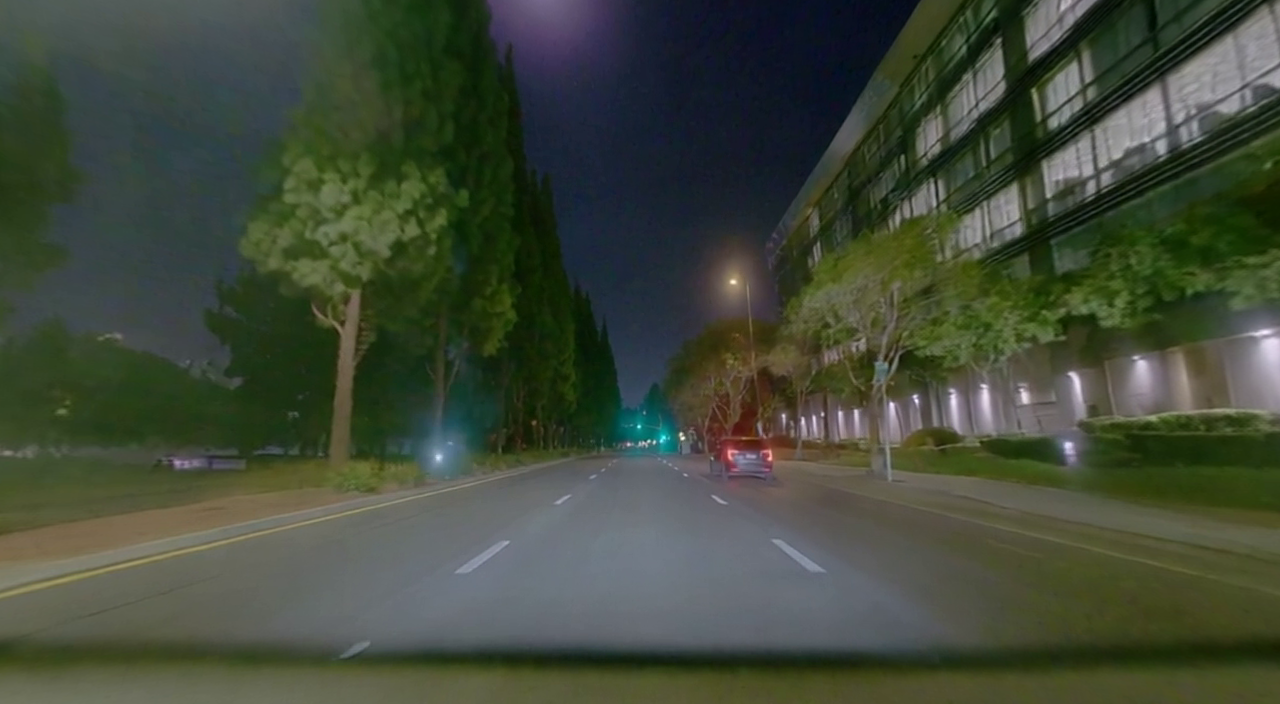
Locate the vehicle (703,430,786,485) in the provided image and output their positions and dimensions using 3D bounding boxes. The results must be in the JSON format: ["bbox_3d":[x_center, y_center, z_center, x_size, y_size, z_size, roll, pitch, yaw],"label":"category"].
[{"bbox_3d":[3.554,3.669,22.330,2.083,1.743,4.354,0,-8,-1],"label":"vehicle"}]
